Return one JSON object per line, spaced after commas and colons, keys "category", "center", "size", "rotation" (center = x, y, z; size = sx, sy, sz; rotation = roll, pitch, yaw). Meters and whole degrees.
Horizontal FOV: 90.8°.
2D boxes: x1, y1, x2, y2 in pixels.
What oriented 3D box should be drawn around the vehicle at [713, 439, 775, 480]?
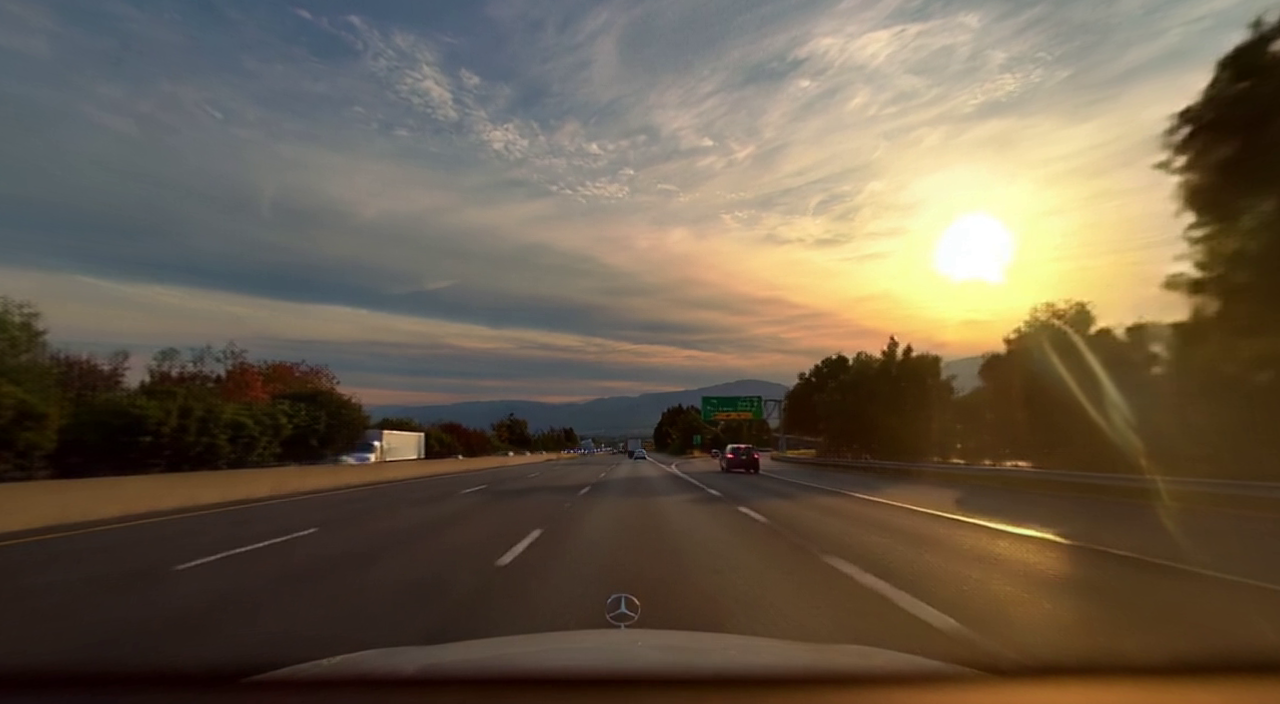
{"category": "vehicle", "center": [4.695, 4.948, 29.294], "size": [2.096, 1.712, 4.697], "rotation": [0, -9, 0]}
